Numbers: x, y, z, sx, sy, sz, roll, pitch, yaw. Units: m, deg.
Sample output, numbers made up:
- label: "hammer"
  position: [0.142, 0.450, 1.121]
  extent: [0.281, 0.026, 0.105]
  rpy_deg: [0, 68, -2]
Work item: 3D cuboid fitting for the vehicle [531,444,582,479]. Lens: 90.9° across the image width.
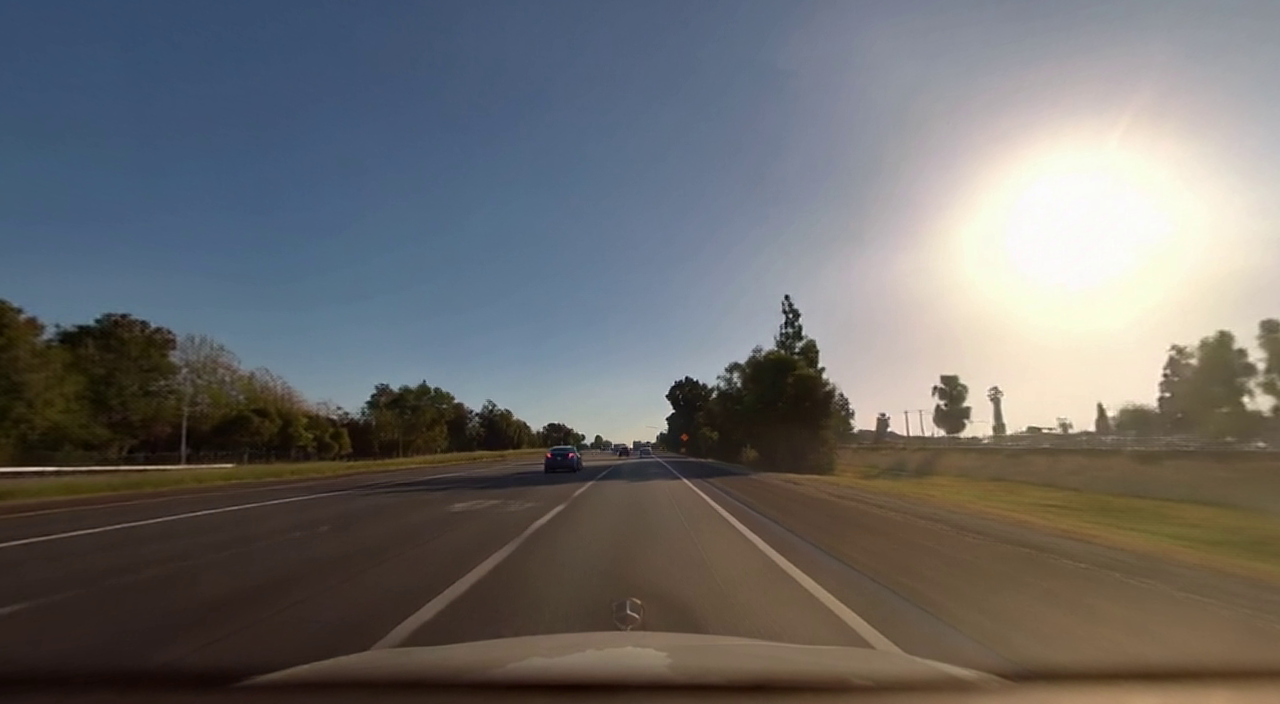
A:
- label: "vehicle"
  position: [-3.827, 5.081, 29.468]
  extent: [1.786, 1.488, 4.023]
  rpy_deg: [0, -8, 1]
